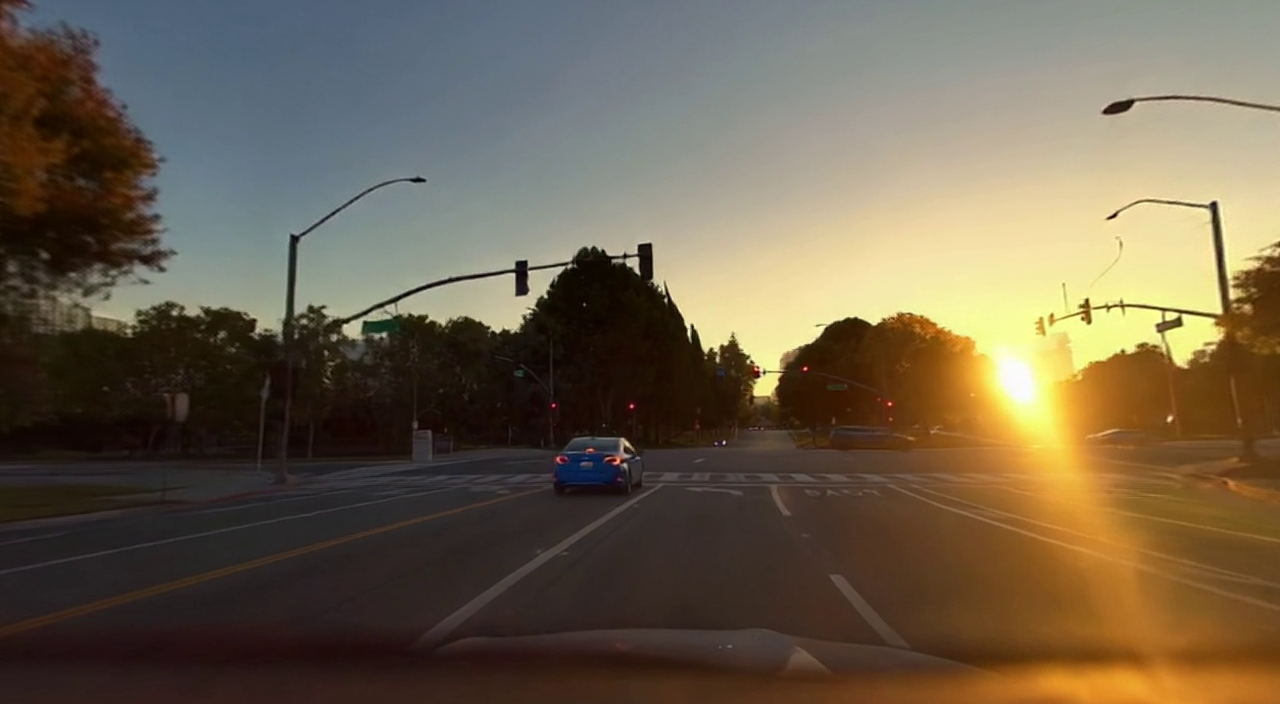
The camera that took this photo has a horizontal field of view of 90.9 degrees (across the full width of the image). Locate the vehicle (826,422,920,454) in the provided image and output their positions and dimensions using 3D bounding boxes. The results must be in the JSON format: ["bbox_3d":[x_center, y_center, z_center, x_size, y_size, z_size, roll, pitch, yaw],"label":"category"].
[{"bbox_3d":[12.287,4.593,33.528,4.406,1.661,1.857,-2,-9,14],"label":"vehicle"}]

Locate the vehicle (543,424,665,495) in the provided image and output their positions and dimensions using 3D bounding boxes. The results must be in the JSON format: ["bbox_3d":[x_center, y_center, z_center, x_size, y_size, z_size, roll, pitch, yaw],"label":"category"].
[{"bbox_3d":[-0.758,2.723,16.269,2.055,1.573,4.065,-2,-9,13],"label":"vehicle"}]

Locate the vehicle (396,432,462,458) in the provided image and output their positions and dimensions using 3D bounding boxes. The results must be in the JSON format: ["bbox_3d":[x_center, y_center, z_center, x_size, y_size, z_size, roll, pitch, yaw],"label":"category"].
[{"bbox_3d":[-14.474,6.383,43.384,3.952,1.568,1.788,-4,-7,12],"label":"vehicle"}]
